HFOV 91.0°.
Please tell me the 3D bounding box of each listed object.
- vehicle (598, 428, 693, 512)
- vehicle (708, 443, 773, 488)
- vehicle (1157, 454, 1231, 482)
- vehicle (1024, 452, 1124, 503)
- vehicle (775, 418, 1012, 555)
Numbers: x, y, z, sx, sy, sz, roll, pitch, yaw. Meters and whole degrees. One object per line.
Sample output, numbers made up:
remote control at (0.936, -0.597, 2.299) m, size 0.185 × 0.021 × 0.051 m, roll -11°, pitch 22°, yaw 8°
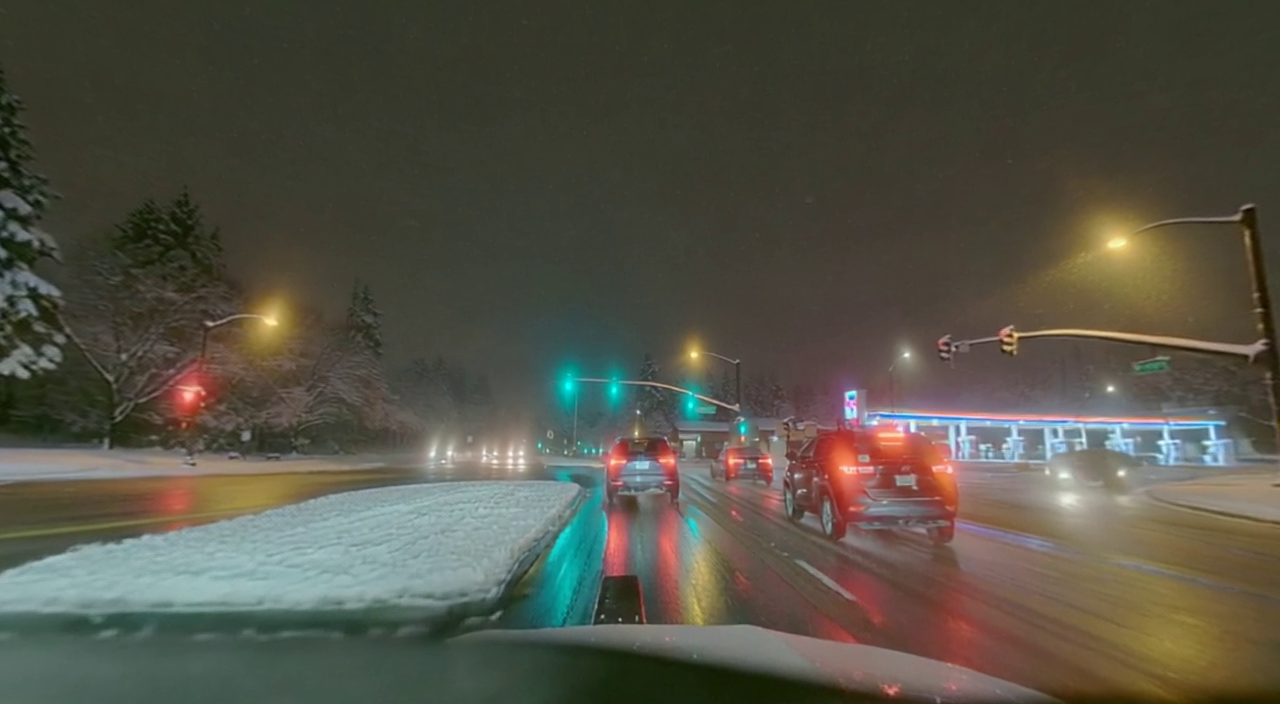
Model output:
vehicle at (0.101, 2.871, 15.762) m, size 2.051 × 1.798 × 4.168 m, roll 0°, pitch -8°, yaw -1°
vehicle at (3.801, 4.346, 24.392) m, size 1.800 × 1.592 × 3.658 m, roll 0°, pitch -8°, yaw -2°
vehicle at (34.656, 7.196, 39.355) m, size 4.636 × 1.542 × 2.096 m, roll 5°, pitch -10°, yaw -32°
vehicle at (14.668, 4.189, 21.548) m, size 2.057 × 1.473 × 4.462 m, roll -4°, pitch -9°, yaw 25°
vehicle at (3.741, 2.049, 10.306) m, size 2.000 × 1.745 × 4.206 m, roll 0°, pitch -8°, yaw -2°
